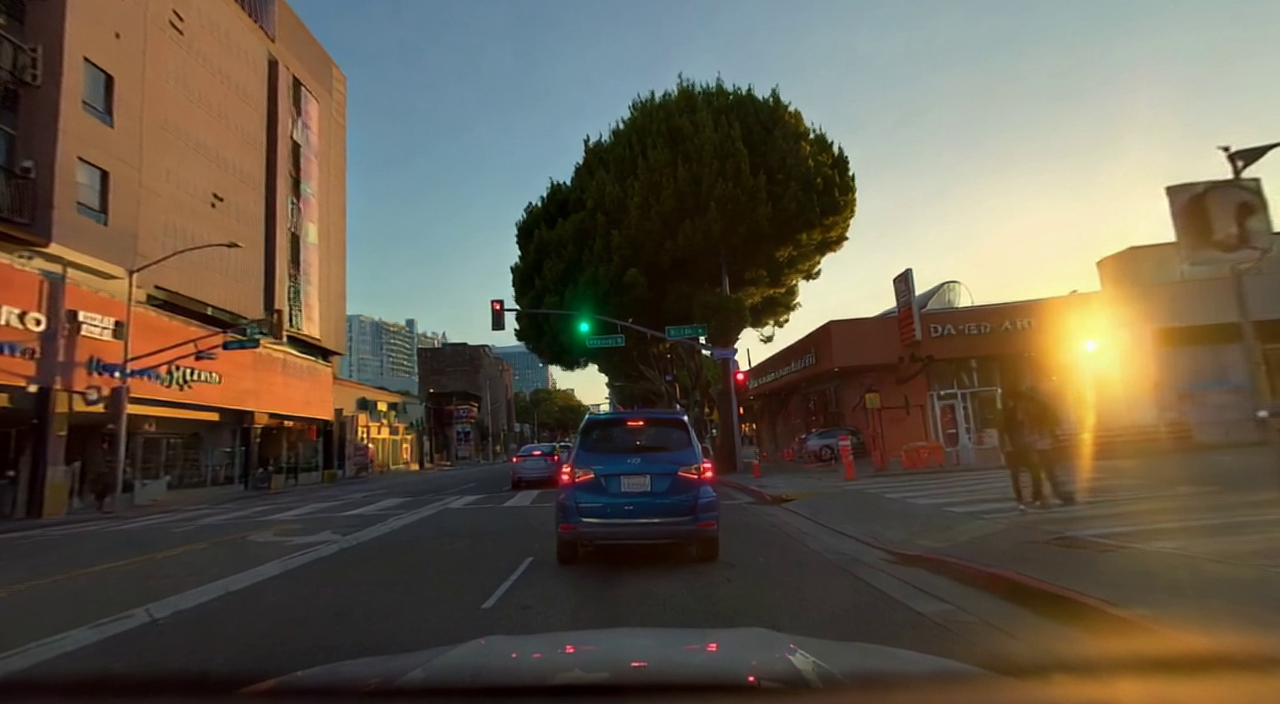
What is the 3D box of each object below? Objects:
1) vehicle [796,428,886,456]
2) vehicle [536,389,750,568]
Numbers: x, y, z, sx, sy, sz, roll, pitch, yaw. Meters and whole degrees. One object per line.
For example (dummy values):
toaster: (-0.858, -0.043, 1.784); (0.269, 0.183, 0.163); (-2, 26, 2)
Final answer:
vehicle: (11.281, 5.077, 35.662); (4.426, 1.490, 1.862); (-1, -8, 3)
vehicle: (-0.060, 1.746, 9.450); (2.352, 1.953, 4.796); (0, -8, -2)
